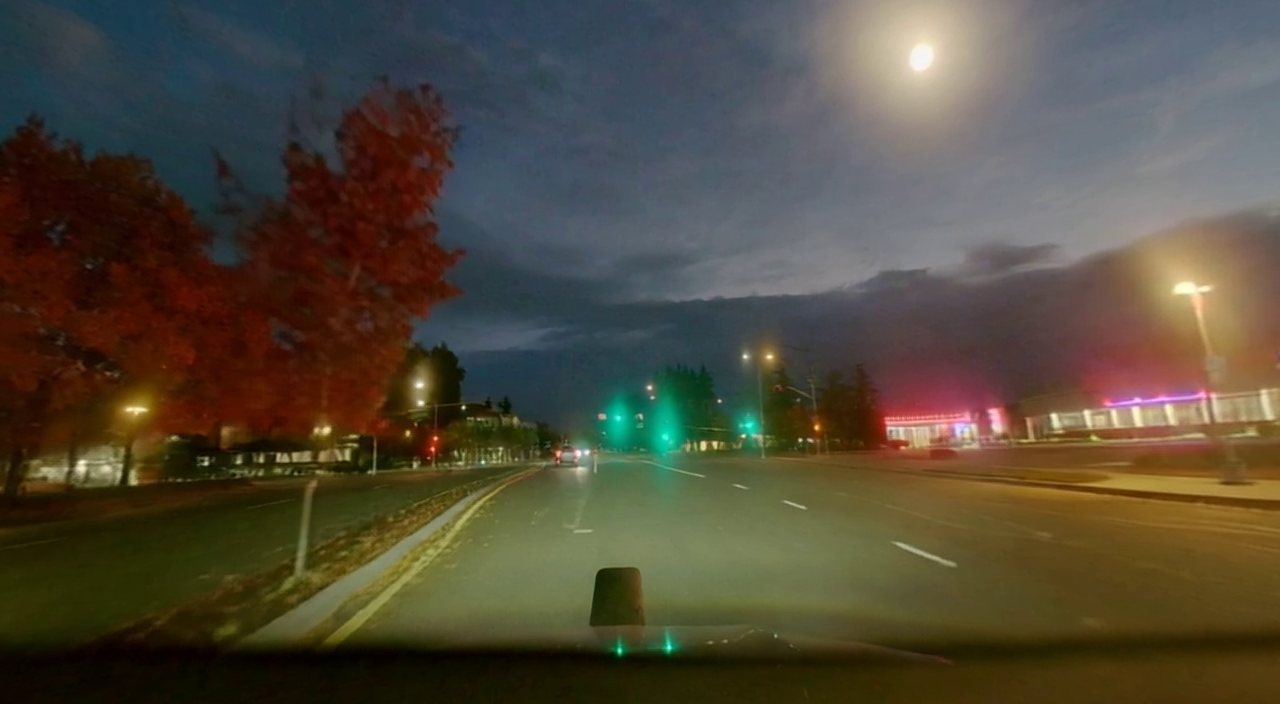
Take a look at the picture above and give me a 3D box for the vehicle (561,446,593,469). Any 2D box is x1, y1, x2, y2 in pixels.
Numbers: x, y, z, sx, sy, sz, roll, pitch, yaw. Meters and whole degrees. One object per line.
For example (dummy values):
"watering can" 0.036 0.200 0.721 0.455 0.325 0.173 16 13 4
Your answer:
"vehicle" -4.237 7.160 42.976 2.018 1.512 4.304 1 -9 -4
